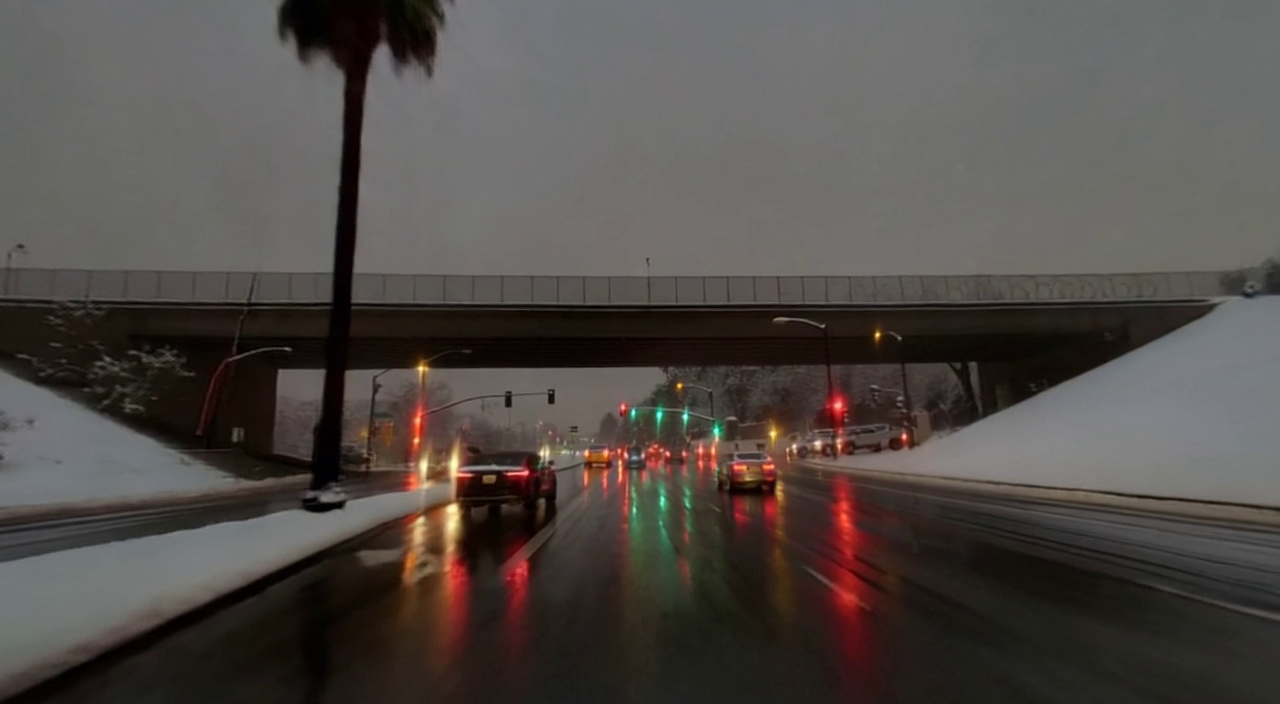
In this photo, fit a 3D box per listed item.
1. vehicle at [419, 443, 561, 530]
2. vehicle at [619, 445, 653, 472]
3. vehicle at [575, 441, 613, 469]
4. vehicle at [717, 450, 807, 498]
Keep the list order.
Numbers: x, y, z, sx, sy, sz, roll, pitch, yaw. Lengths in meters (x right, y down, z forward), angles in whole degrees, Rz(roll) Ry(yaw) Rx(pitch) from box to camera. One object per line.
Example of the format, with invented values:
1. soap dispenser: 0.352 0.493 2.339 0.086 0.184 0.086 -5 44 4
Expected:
1. vehicle: -2.912 2.677 13.179 2.111 1.506 4.018 0 -8 -2
2. vehicle: -0.243 7.098 42.155 2.172 1.694 4.055 0 -8 0
3. vehicle: -3.475 7.875 48.284 2.485 2.012 5.498 0 -8 0
4. vehicle: 3.973 4.041 21.216 2.156 1.404 4.120 0 -8 -1
